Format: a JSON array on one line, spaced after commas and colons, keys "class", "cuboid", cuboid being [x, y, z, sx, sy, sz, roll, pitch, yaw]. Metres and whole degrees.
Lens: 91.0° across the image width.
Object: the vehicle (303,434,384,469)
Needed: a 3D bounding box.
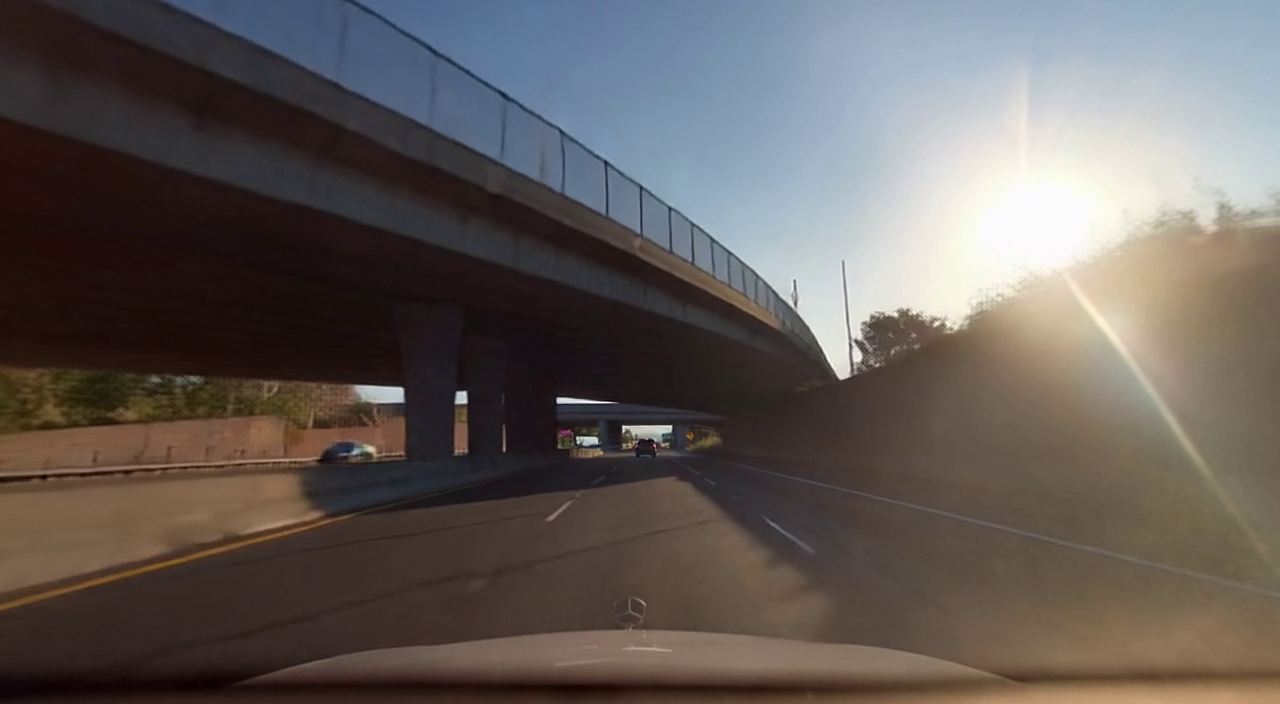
[{"class": "vehicle", "cuboid": [-16.868, 5.695, 36.103, 2.096, 1.844, 4.770, 0, -8, 3]}]
